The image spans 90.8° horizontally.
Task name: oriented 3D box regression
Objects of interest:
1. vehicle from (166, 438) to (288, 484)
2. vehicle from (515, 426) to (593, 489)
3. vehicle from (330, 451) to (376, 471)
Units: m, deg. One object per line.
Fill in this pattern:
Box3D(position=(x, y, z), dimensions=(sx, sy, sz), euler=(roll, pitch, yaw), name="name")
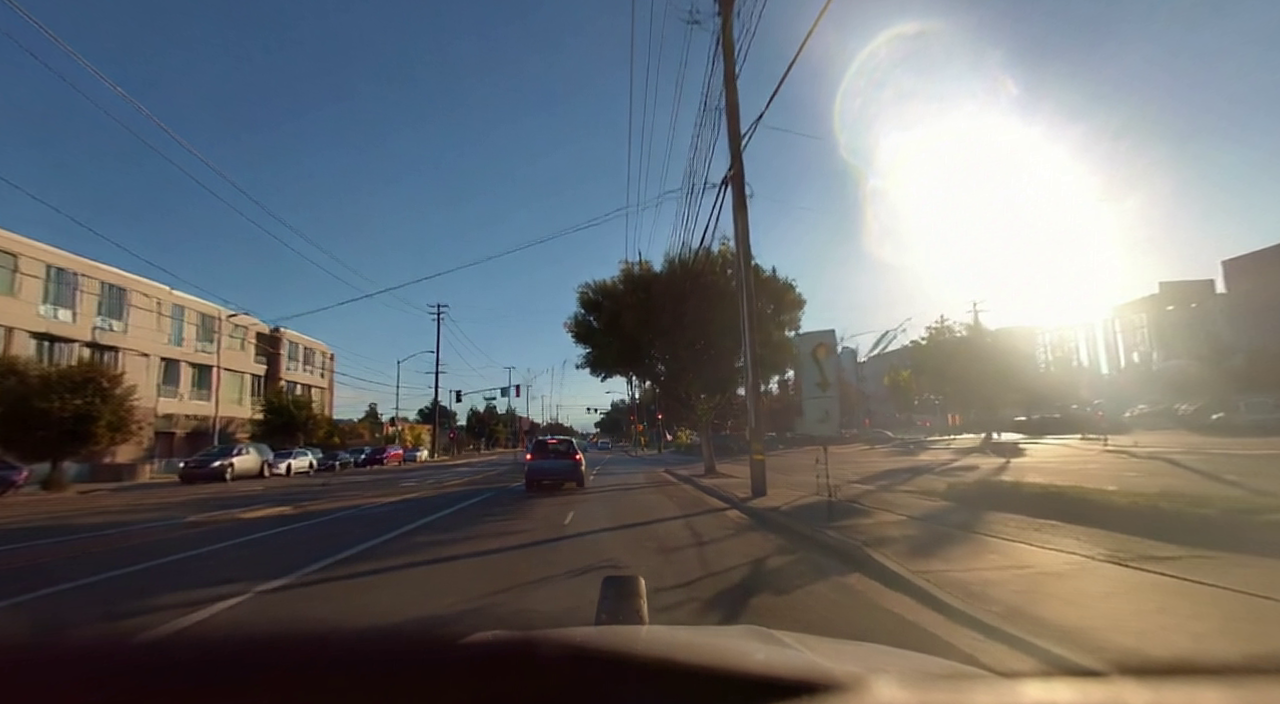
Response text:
Box3D(position=(-21.582, 5.691, 33.468), dimensions=(2.369, 2.159, 6.388), euler=(0, -8, -3), name="vehicle")
Box3D(position=(-2.562, 3.278, 19.868), dimensions=(2.022, 1.757, 4.041), euler=(0, -8, -2), name="vehicle")
Box3D(position=(-22.553, 8.544, 49.803), dimensions=(1.790, 1.415, 4.450), euler=(1, -8, -4), name="vehicle")
